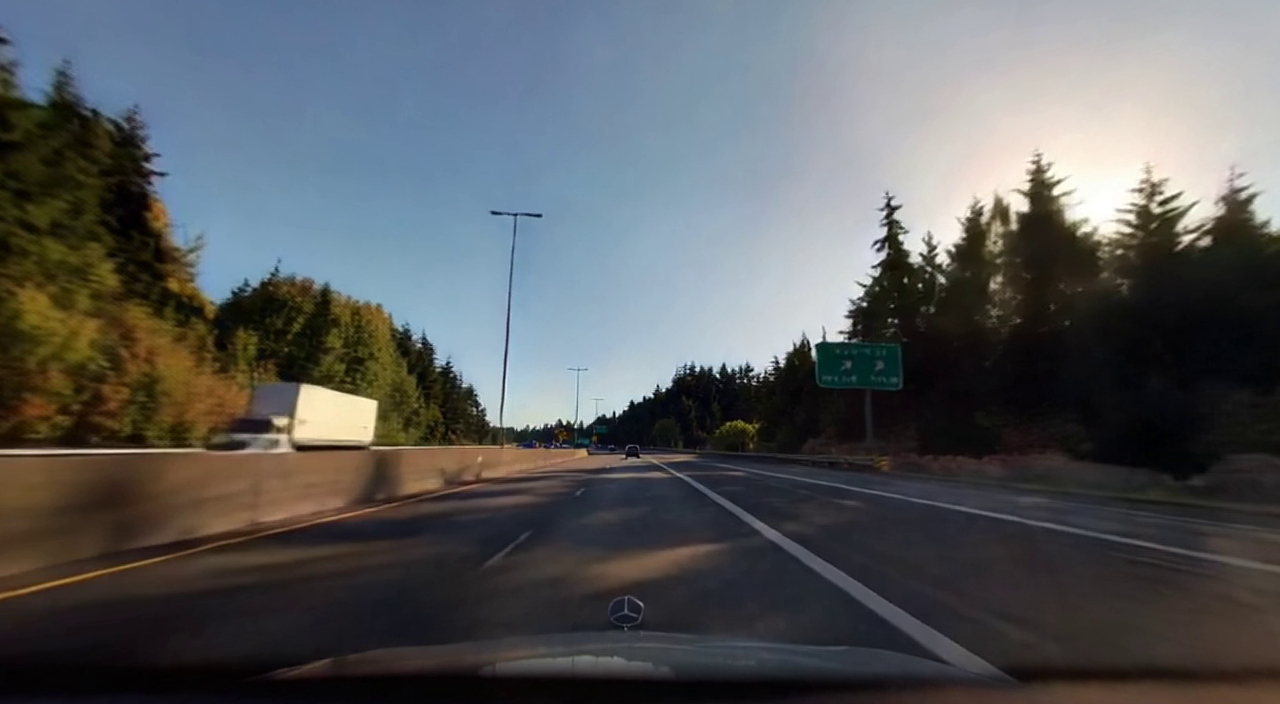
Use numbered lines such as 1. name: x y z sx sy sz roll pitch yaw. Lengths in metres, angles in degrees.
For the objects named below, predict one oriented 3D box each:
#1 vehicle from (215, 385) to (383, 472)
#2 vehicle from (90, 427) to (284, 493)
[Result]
1. vehicle: -16.083 3.920 30.917 2.937 3.597 9.388 0 -9 0
2. vehicle: -11.623 2.812 16.629 1.933 1.477 4.317 0 -9 -1
